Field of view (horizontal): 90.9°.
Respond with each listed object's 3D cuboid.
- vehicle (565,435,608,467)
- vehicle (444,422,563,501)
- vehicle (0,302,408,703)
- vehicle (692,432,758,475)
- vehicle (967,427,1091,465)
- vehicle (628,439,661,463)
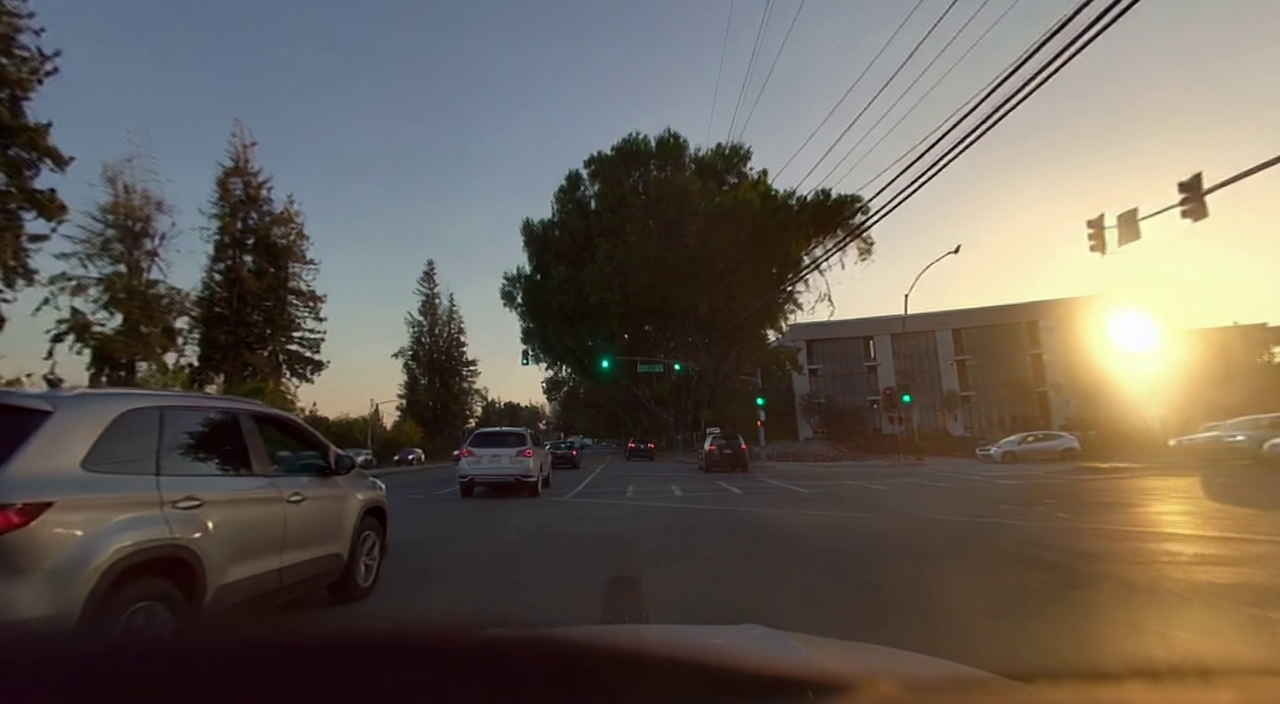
[{"bbox_3d":[-2.925,5.550,35.434,1.900,1.677,4.128,0,-8,2],"label":"vehicle"},{"bbox_3d":[-3.292,2.750,16.155,1.958,1.744,4.315,0,-8,2],"label":"vehicle"},{"bbox_3d":[-3.211,0.924,3.521,2.127,1.754,4.287,0,-8,1],"label":"vehicle"},{"bbox_3d":[3.614,4.452,27.783,2.201,1.734,4.564,0,-8,-1],"label":"vehicle"},{"bbox_3d":[17.285,4.212,28.207,4.119,1.574,2.028,-1,-9,5],"label":"vehicle"},{"bbox_3d":[0.341,6.815,43.532,2.185,1.515,4.215,0,-8,1],"label":"vehicle"}]
